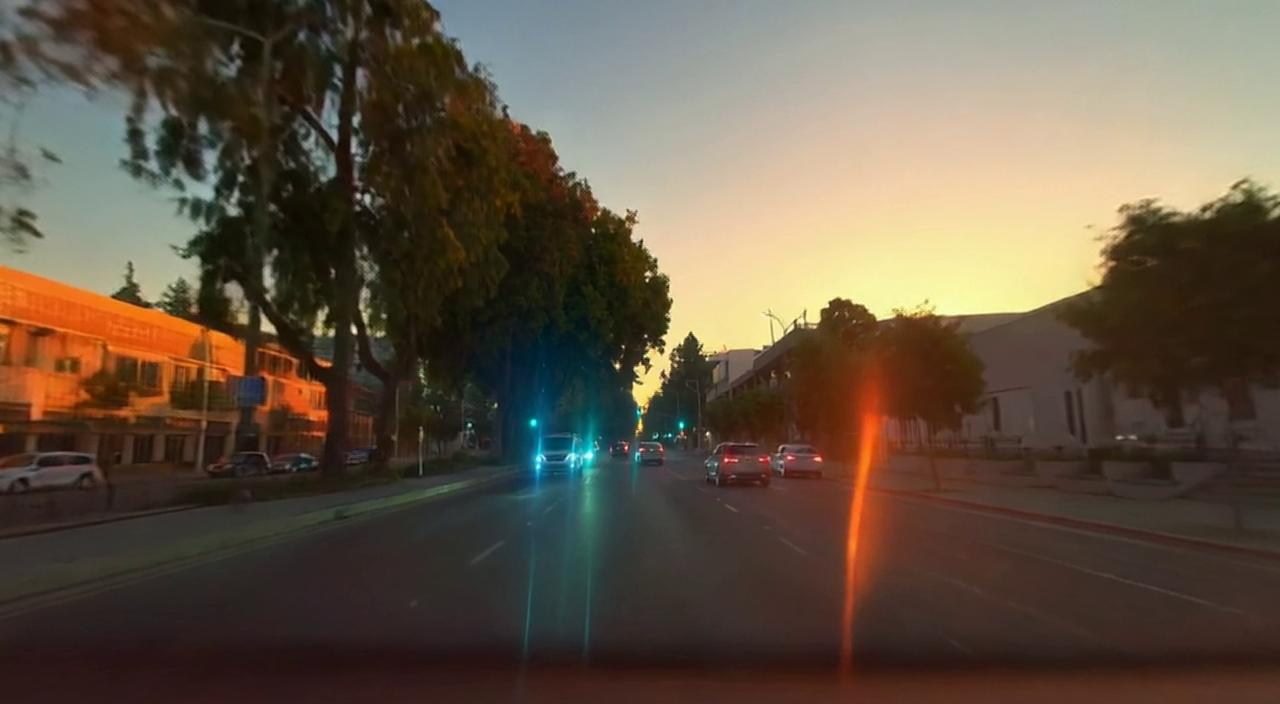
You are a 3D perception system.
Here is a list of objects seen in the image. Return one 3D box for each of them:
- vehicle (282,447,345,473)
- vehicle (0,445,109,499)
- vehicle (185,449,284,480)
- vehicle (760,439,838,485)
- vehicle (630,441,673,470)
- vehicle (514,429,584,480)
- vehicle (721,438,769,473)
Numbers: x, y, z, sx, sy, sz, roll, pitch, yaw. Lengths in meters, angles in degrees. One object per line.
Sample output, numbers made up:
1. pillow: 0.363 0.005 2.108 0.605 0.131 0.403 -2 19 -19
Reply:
1. vehicle: -22.545 7.456 43.837 1.910 1.632 4.624 0 -9 0
2. vehicle: -22.116 4.251 22.738 1.996 1.767 4.613 0 -9 -1
3. vehicle: -22.260 6.188 34.989 2.111 1.554 5.163 0 -9 -1
4. vehicle: 6.464 4.503 26.189 2.164 1.727 3.955 0 -9 0
5. vehicle: 0.609 6.055 37.190 2.201 1.589 3.843 0 -9 -4
6. vehicle: -3.736 4.329 26.876 2.223 1.957 4.845 0 -9 0
7. vehicle: 6.151 6.123 37.560 1.997 1.943 4.409 0 -9 -1
